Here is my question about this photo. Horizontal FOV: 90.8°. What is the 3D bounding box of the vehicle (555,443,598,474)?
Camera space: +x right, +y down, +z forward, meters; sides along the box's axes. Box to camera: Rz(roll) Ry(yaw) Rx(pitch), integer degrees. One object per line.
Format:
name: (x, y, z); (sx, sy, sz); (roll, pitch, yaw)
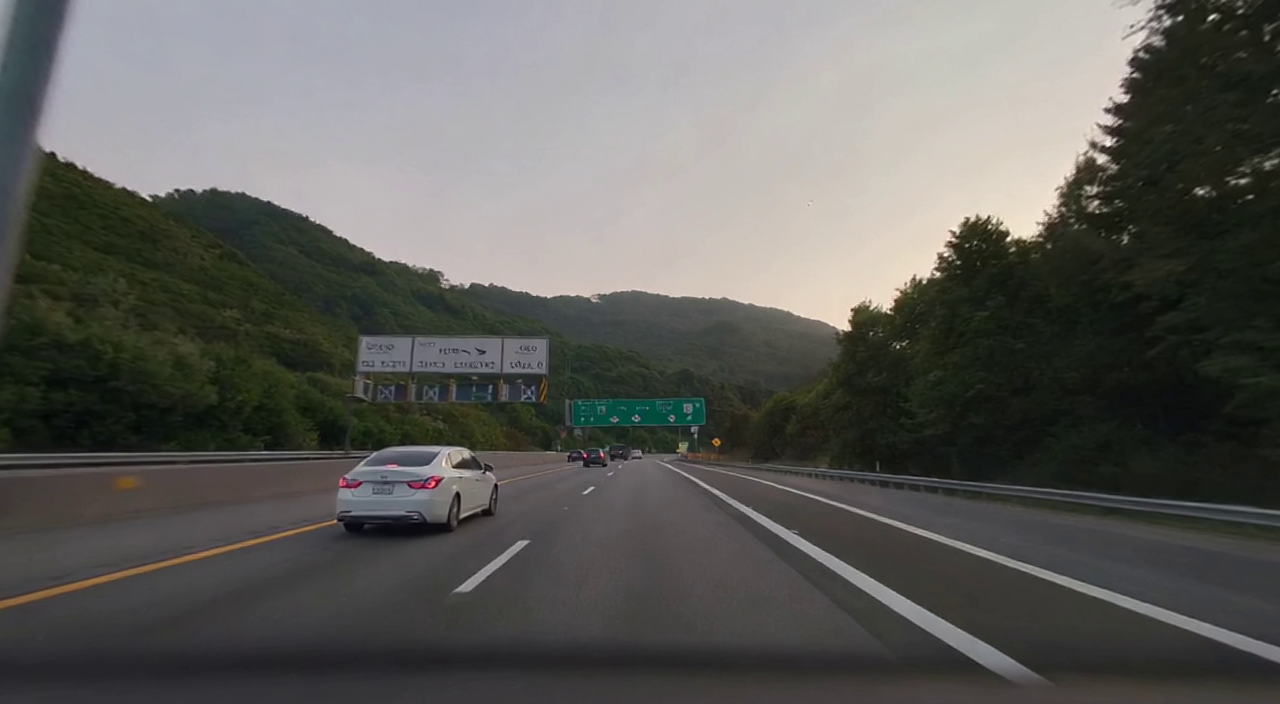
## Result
vehicle: (-3.666, 6.269, 37.223); (2.073, 1.694, 4.162); (0, -9, 1)

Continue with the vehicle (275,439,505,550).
vehicle: (-3.779, 2.228, 10.596); (1.988, 1.440, 4.504); (0, -9, 0)
